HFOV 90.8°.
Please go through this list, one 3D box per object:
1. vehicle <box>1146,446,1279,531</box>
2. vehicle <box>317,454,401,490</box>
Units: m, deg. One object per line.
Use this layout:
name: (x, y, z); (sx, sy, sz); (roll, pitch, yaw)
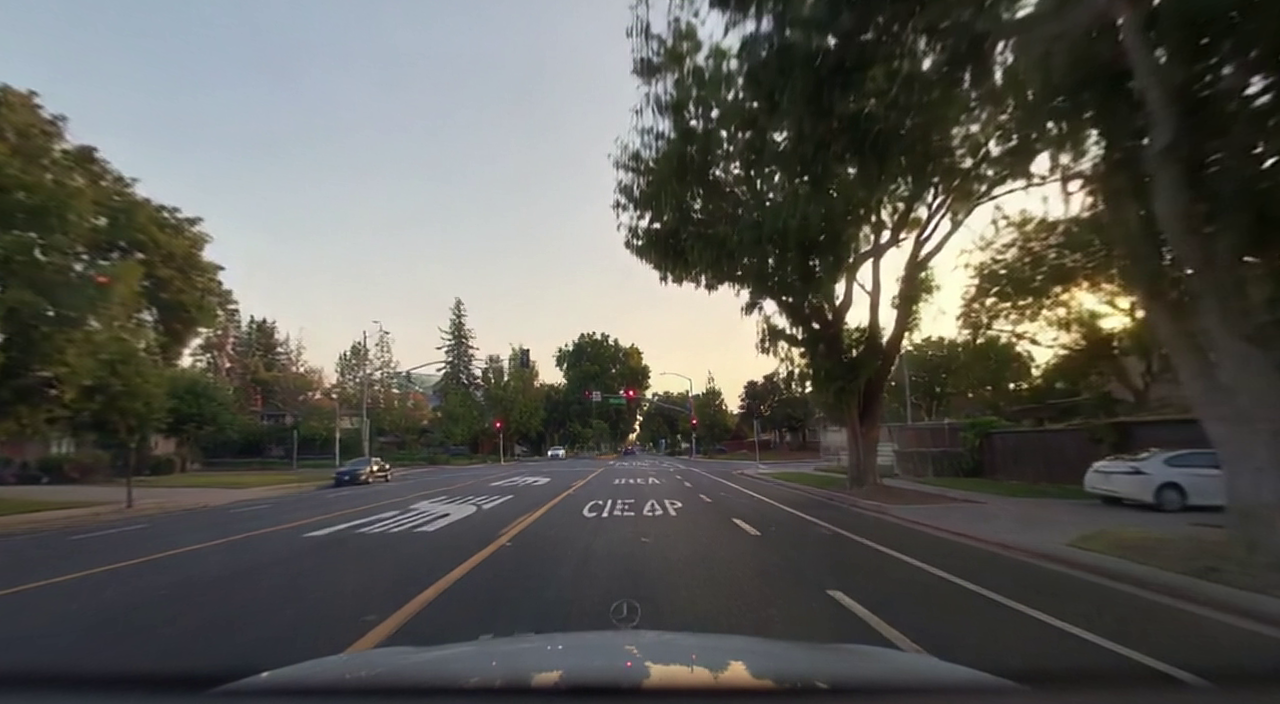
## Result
vehicle: (12.437, 2.428, 11.563); (4.539, 1.404, 2.008); (-1, -9, 2)
vehicle: (-12.912, 5.505, 29.350); (1.851, 1.482, 4.443); (0, -9, 0)
